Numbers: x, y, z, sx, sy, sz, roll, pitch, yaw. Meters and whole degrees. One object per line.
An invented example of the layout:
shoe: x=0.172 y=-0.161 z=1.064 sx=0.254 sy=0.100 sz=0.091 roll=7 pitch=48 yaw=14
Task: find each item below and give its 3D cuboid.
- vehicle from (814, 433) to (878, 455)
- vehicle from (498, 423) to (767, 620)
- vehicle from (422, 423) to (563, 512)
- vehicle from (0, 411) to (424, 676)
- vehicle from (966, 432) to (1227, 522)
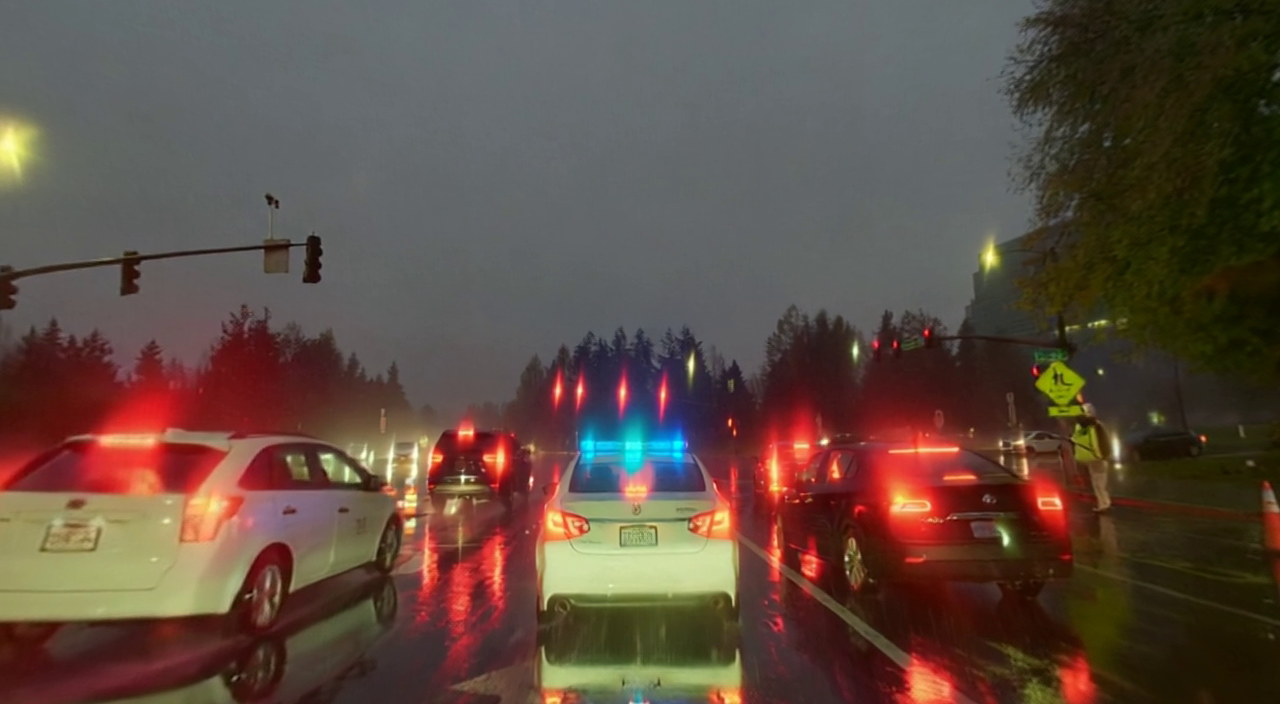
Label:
vehicle: x=16.053 y=7.160 z=49.186 sx=4.211 sy=1.659 sz=1.983 roll=1 pitch=-9 yaw=-6
vehicle: x=-0.114 y=1.626 z=7.071 sx=2.061 sy=1.486 sz=4.332 roll=0 pitch=-8 yaw=-2
vehicle: x=-3.300 y=2.710 z=15.216 sx=2.096 sy=1.789 sz=4.719 roll=-1 pitch=-9 yaw=2
vehicle: x=-3.620 y=1.412 z=5.727 sx=1.863 sy=1.526 sz=4.006 roll=0 pitch=-8 yaw=0
vehicle: x=9.356 y=2.579 z=13.575 sx=1.957 sy=1.576 sz=4.670 roll=0 pitch=-9 yaw=-3
